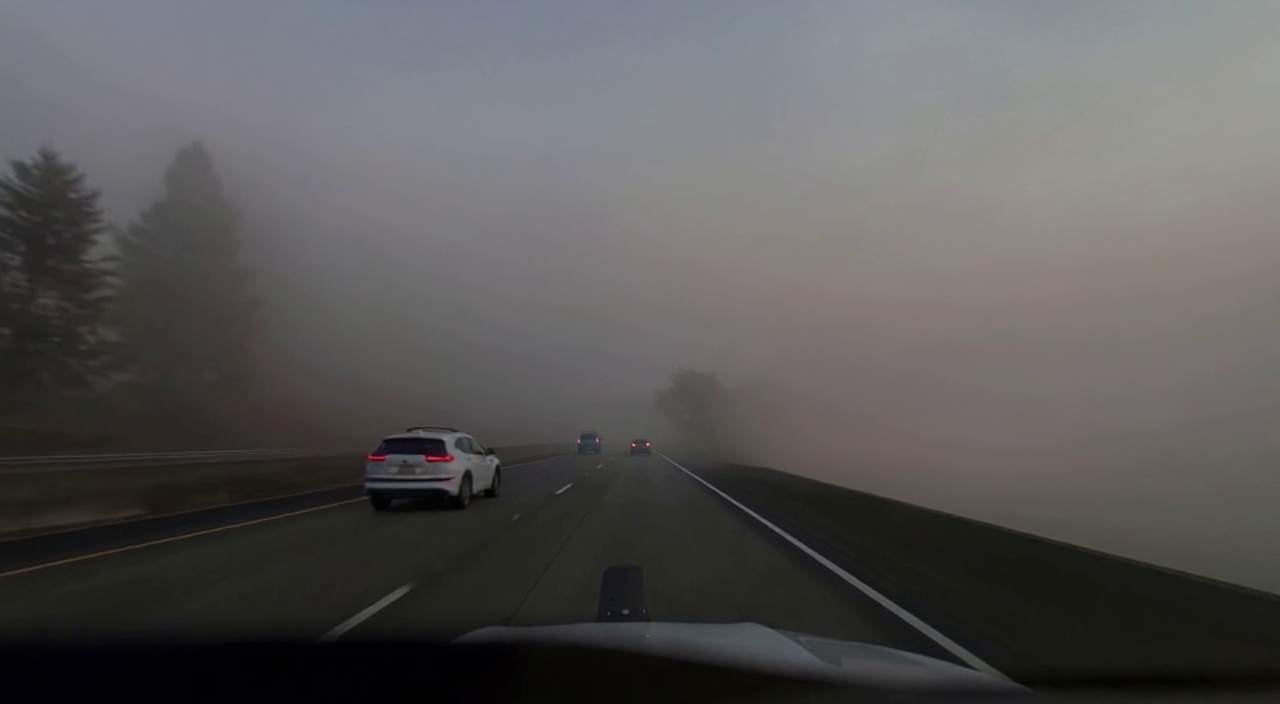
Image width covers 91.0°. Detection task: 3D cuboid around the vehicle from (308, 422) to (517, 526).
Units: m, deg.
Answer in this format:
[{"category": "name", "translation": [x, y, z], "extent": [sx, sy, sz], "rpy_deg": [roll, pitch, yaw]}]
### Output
[{"category": "vehicle", "translation": [-3.935, 2.191, 11.968], "extent": [2.190, 1.571, 4.643], "rpy_deg": [0, -8, 1]}]
